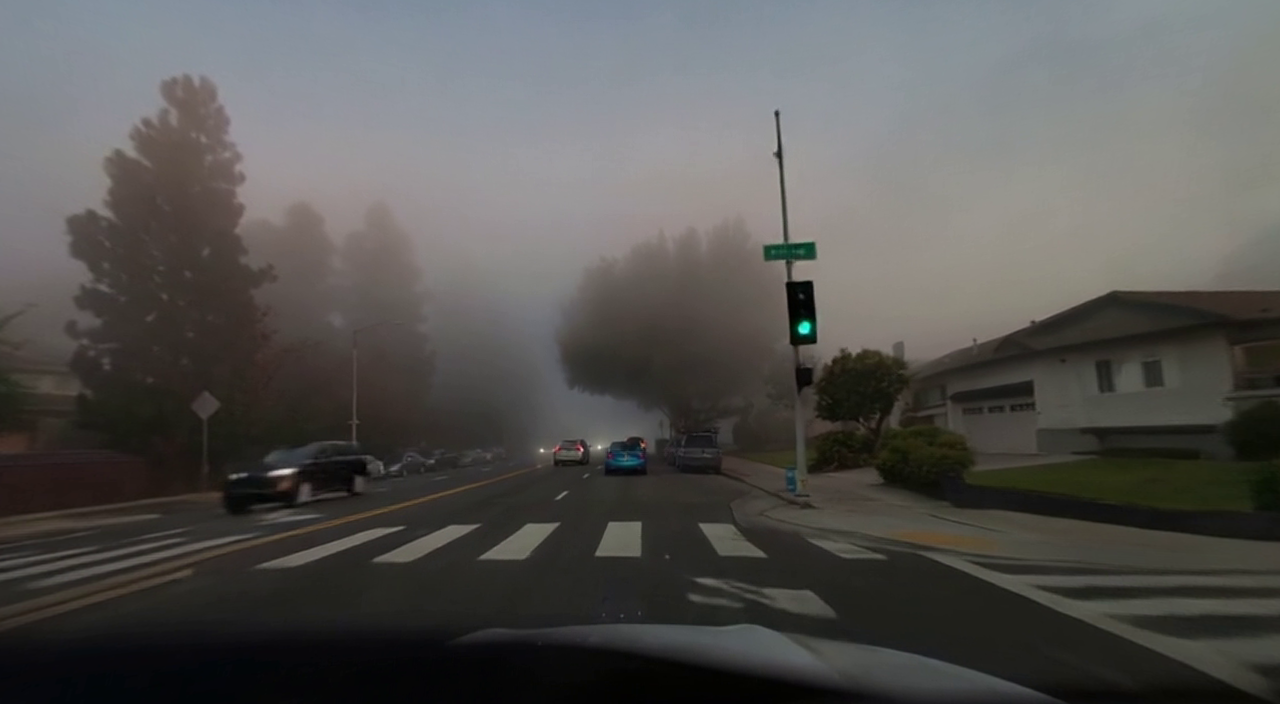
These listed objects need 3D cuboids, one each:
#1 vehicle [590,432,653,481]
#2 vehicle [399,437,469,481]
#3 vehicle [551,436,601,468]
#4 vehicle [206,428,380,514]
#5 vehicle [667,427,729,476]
[{"bbox_3d":[-0.631,3.680,22.662,2.041,1.575,4.304,0,-8,-1],"label":"vehicle"},{"bbox_3d":[-12.511,6.465,38.839,2.249,2.093,6.297,-8,-7,-3],"label":"vehicle"},{"bbox_3d":[-3.242,5.123,32.757,2.117,1.528,4.277,0,-8,0],"label":"vehicle"},{"bbox_3d":[-9.367,3.186,17.638,2.105,1.858,4.903,-5,-8,0],"label":"vehicle"},{"bbox_3d":[2.360,4.177,26.878,2.119,1.884,4.567,0,-8,-1],"label":"vehicle"}]
